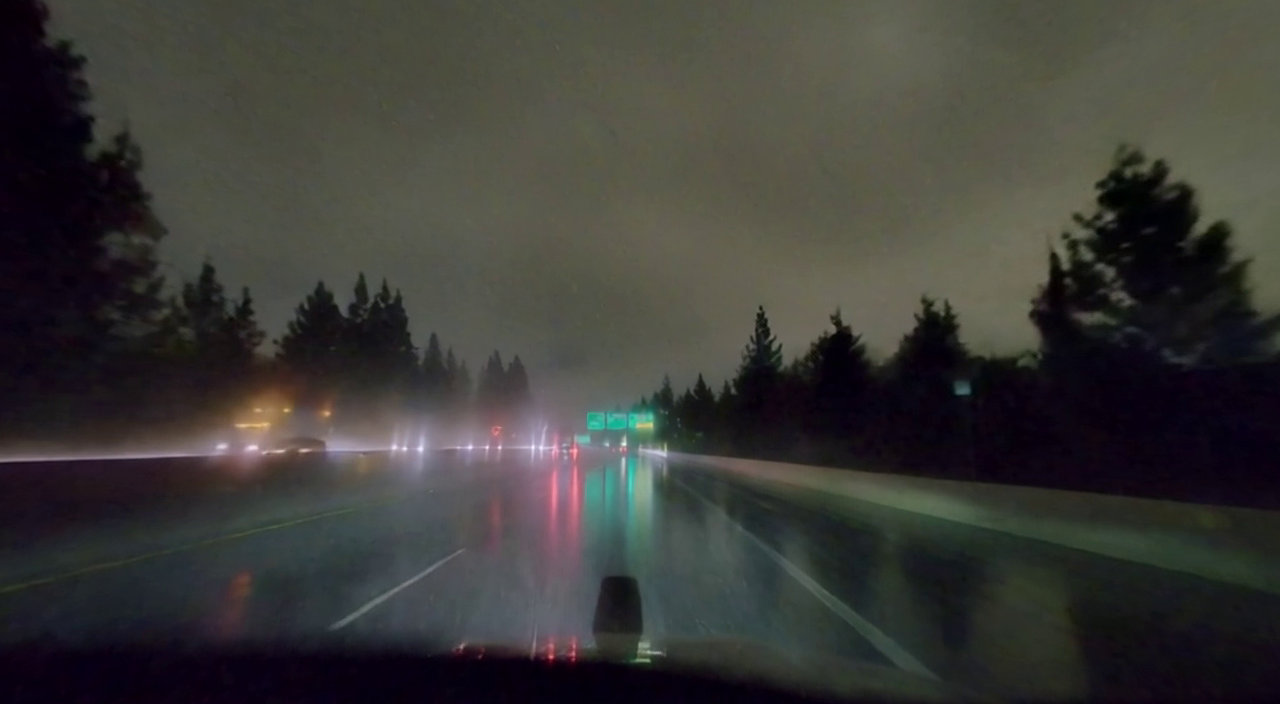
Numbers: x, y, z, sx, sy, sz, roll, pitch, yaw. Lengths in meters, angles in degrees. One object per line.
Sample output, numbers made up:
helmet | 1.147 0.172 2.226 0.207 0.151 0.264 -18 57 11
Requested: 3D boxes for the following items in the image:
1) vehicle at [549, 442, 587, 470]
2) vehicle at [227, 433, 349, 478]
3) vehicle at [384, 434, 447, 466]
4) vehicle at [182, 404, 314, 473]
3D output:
vehicle | -4.601 6.712 40.598 2.098 1.692 4.038 0 -9 -1
vehicle | -13.193 3.905 23.902 2.021 1.520 4.580 0 -9 0
vehicle | -13.349 5.891 37.581 2.025 1.744 4.877 0 -9 -1
vehicle | -18.074 4.088 29.447 2.305 2.886 6.006 0 -9 -1
